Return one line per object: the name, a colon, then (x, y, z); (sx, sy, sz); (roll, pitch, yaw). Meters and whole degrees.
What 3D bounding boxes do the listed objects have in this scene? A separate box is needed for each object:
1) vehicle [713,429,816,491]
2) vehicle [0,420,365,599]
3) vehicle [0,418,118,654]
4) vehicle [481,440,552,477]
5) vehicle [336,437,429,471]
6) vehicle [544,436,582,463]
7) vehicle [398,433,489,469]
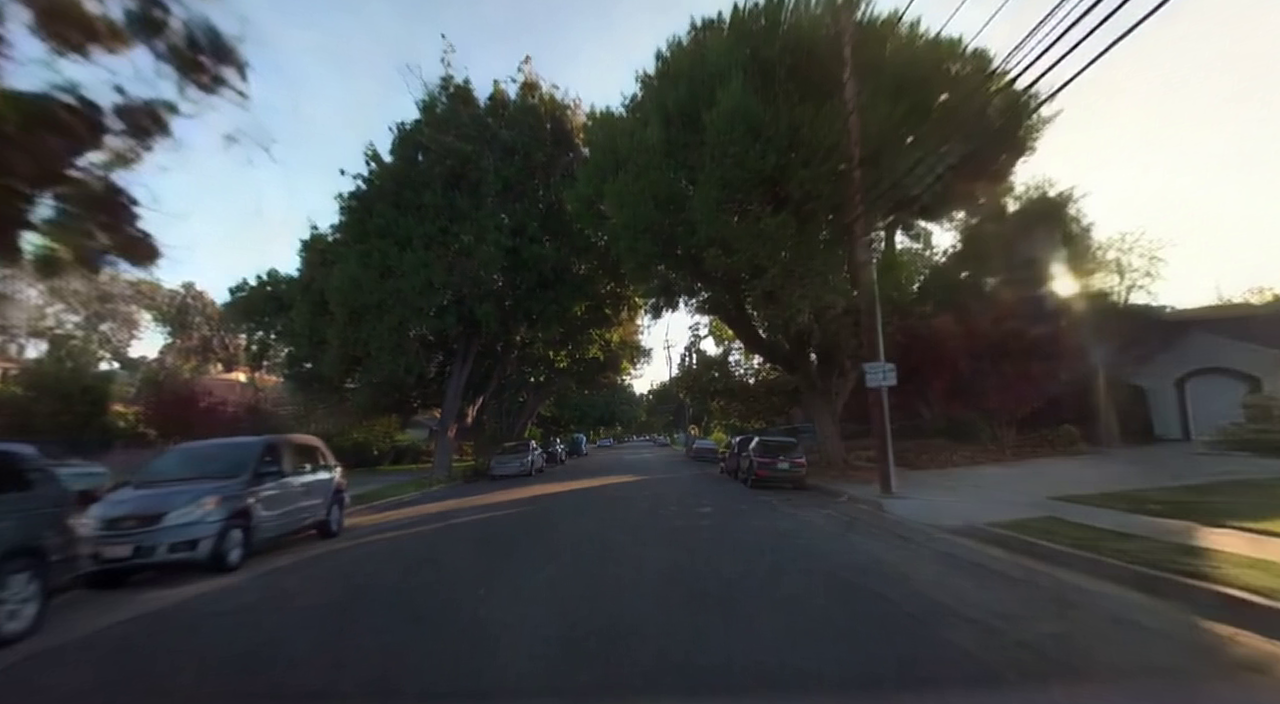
vehicle: (3.736, 3.318, 19.878); (2.247, 1.618, 4.655); (2, -8, 0)
vehicle: (-5.852, 1.993, 8.936); (1.989, 1.756, 4.378); (-4, -8, 0)
vehicle: (-5.812, 1.239, 3.733); (2.035, 1.736, 3.955); (-2, -10, 0)
vehicle: (-5.731, 5.021, 29.904); (2.199, 1.439, 4.757); (-4, -9, 2)
vehicle: (-15.727, 6.210, 38.677); (4.747, 1.899, 2.181); (-1, -7, 13)
vehicle: (-5.657, 7.238, 46.806); (2.118, 1.753, 4.377); (-4, -9, 1)
vehicle: (-12.635, 6.434, 40.903); (5.096, 2.213, 2.354); (1, -10, -3)
